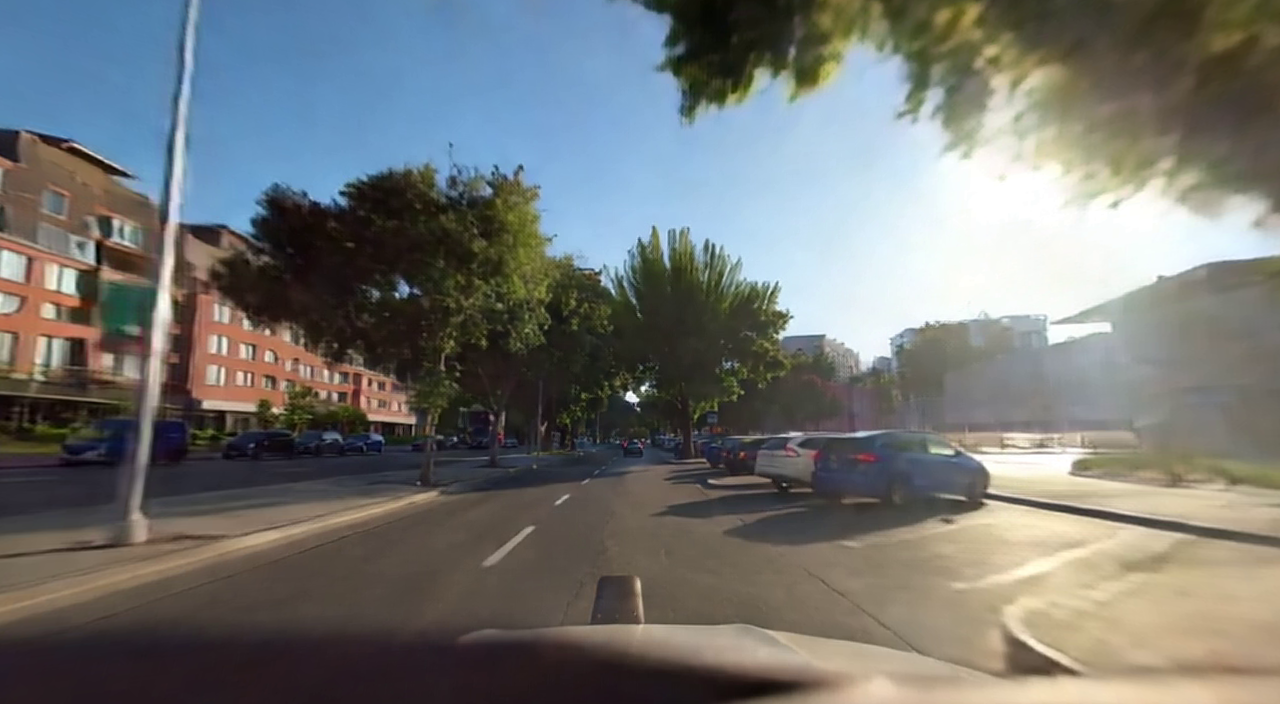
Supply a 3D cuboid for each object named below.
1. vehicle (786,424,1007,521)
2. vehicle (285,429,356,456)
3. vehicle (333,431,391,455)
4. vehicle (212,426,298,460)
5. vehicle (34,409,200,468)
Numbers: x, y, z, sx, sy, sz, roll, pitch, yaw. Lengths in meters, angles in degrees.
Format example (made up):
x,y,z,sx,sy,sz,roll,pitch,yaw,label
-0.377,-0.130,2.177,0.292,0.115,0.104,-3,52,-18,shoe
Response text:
x,y,z,sx,sy,sz,roll,pitch,yaw,label
4.873,2.143,11.805,4.047,1.497,1.898,5,-10,-36,vehicle
-18.719,5.331,37.089,1.811,1.502,4.639,0,-8,-1,vehicle
-18.980,6.236,43.196,1.869,1.494,4.833,0,-8,-2,vehicle
-18.789,4.468,30.935,1.807,1.501,4.134,0,-8,-3,vehicle
-18.771,3.153,22.936,1.972,1.839,4.553,3,-8,1,vehicle
